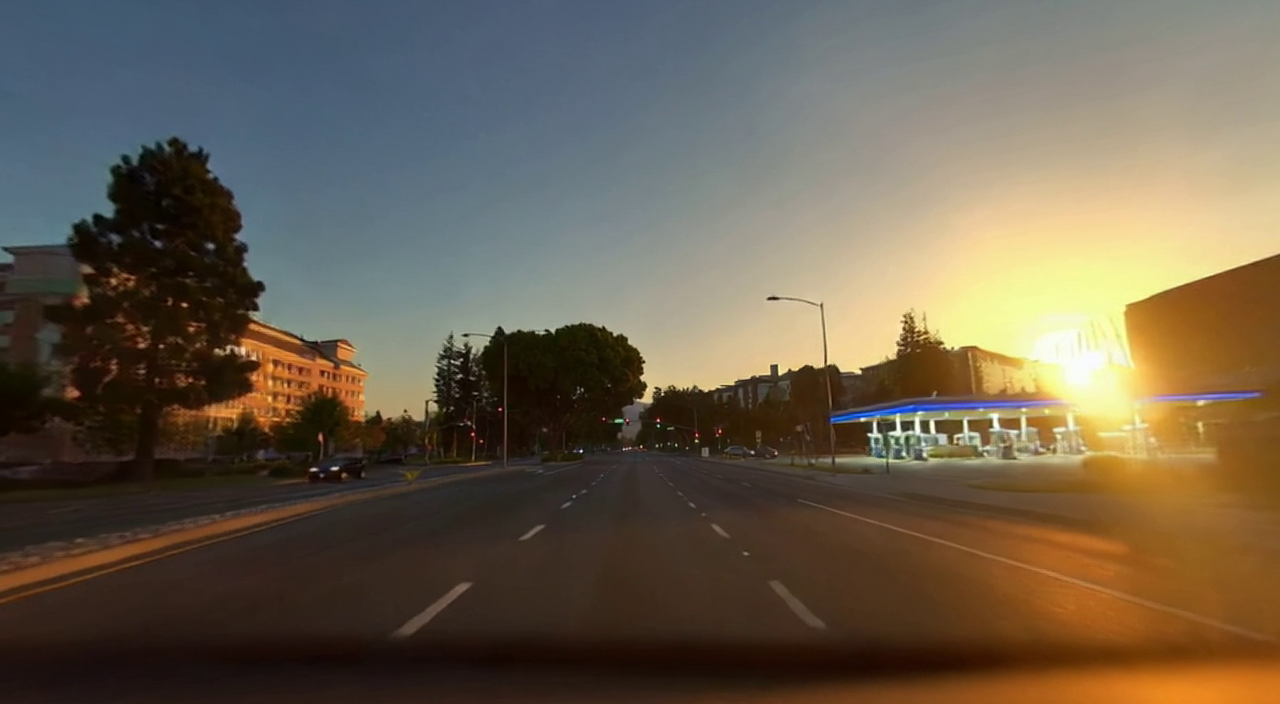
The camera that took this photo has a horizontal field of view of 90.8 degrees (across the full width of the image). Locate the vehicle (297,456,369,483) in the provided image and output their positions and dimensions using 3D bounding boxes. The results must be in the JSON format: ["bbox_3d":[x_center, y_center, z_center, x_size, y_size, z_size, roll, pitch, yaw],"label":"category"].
[{"bbox_3d":[-18.575,7.095,38.445,2.048,1.479,4.490,0,-8,1],"label":"vehicle"}]
